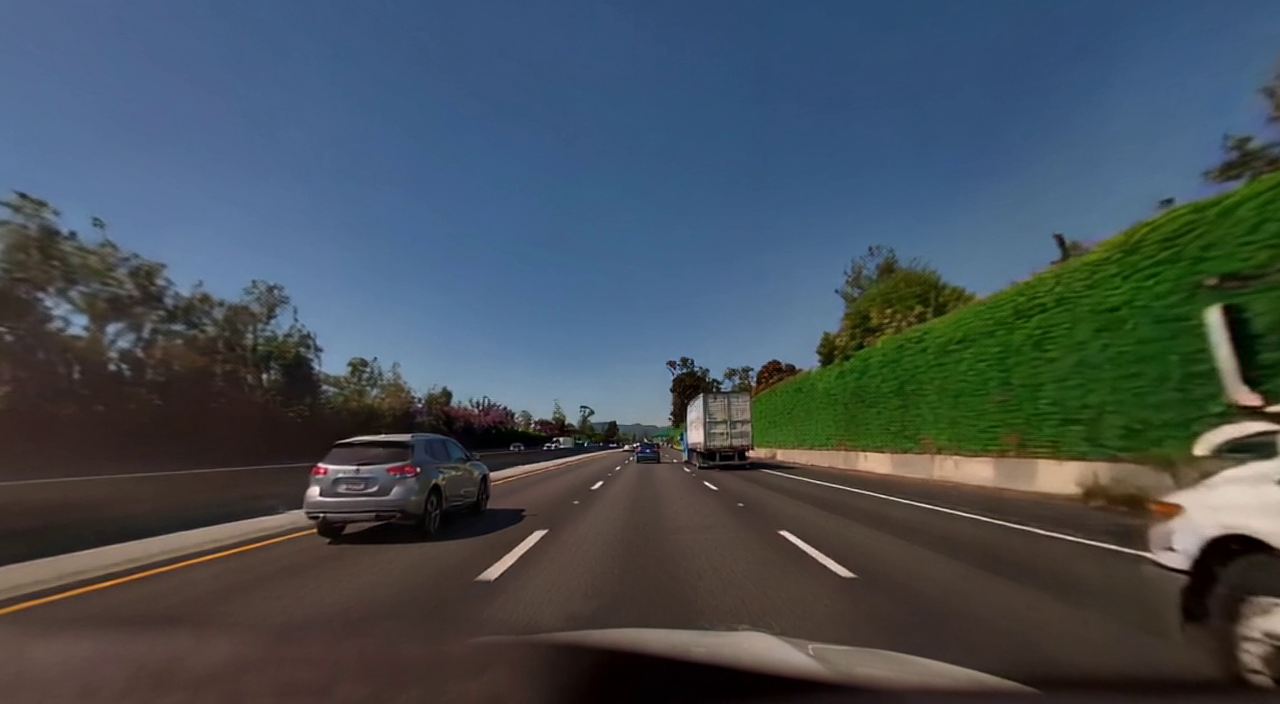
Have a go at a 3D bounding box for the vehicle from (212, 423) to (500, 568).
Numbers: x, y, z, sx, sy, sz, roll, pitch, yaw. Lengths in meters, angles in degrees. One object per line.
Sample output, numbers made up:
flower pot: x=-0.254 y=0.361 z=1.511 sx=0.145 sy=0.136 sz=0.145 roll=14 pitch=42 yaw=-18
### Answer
vehicle: x=-3.413 y=1.785 z=8.647 sx=1.988 sy=1.488 sz=4.113 roll=0 pitch=-8 yaw=1

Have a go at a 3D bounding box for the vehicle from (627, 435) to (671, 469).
vehicle: x=0.488 y=5.696 z=36.089 sx=2.389 sy=1.760 sz=4.473 roll=0 pitch=-8 yaw=0

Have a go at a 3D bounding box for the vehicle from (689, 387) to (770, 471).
vehicle: x=4.950 y=4.782 z=38.150 sx=3.117 sy=4.150 sz=13.929 roll=0 pitch=-8 yaw=1
